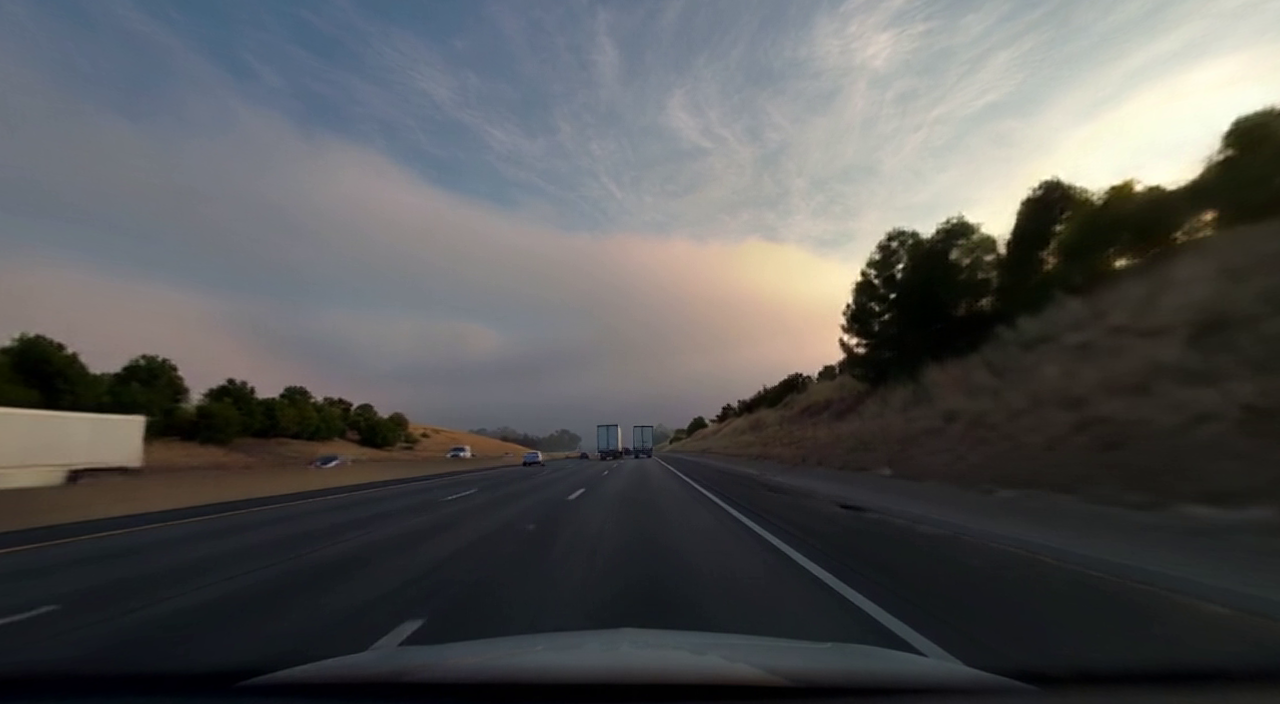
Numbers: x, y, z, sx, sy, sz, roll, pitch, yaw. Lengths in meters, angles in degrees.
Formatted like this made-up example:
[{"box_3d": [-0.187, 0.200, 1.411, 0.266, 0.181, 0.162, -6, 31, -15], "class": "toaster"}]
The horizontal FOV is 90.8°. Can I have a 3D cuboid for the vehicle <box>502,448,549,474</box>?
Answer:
[{"box_3d": [-7.195, 6.903, 40.168, 2.036, 1.474, 5.011, 0, -9, 0], "class": "vehicle"}]

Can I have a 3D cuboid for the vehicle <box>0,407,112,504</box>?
[{"box_3d": [-23.426, 3.470, 21.130, 2.724, 3.282, 10.043, 0, -9, 0], "class": "vehicle"}]
